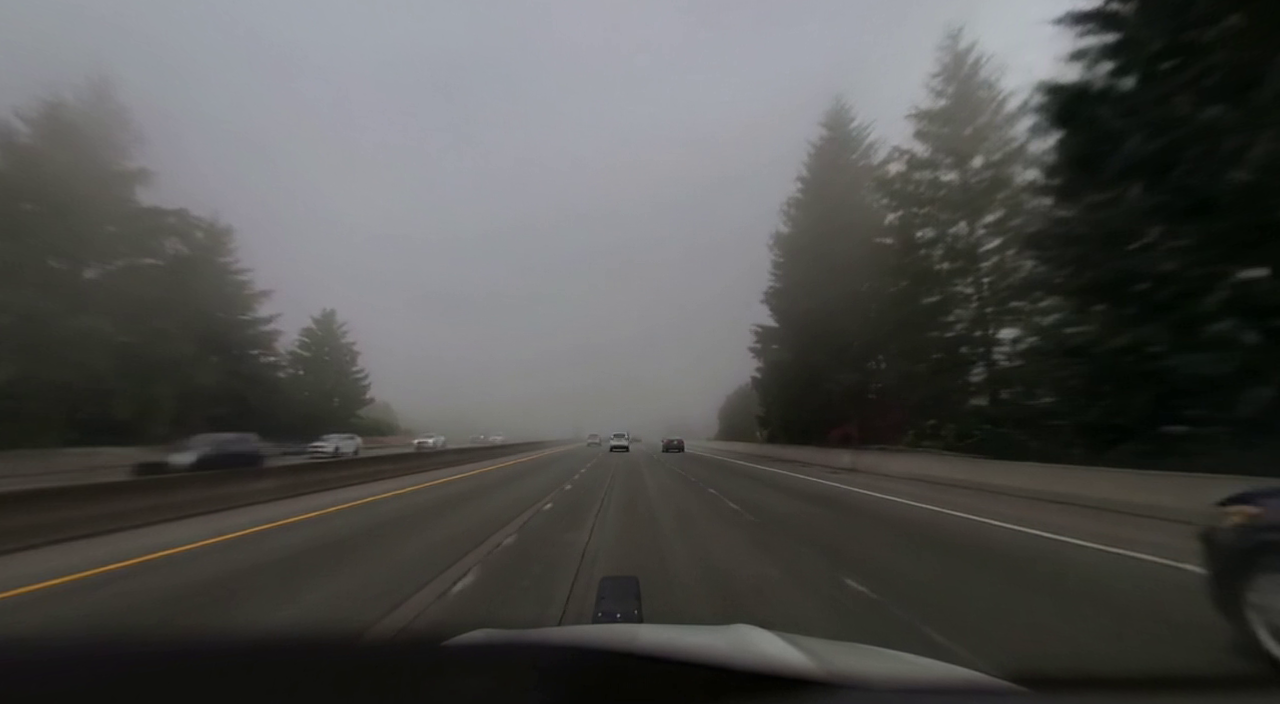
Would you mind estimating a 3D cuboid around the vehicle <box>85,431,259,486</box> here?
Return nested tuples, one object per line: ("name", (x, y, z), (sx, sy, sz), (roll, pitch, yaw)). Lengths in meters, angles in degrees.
("vehicle", (-13.737, 3.125, 18.938), (1.847, 1.443, 4.446), (0, -8, -1))

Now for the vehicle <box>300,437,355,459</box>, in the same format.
("vehicle", (-21.825, 6.709, 44.213), (1.765, 1.443, 4.424), (0, -8, -2))

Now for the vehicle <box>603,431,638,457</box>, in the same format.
("vehicle", (-1.174, 5.516, 37.983), (1.987, 1.440, 3.565), (0, -8, -2))
